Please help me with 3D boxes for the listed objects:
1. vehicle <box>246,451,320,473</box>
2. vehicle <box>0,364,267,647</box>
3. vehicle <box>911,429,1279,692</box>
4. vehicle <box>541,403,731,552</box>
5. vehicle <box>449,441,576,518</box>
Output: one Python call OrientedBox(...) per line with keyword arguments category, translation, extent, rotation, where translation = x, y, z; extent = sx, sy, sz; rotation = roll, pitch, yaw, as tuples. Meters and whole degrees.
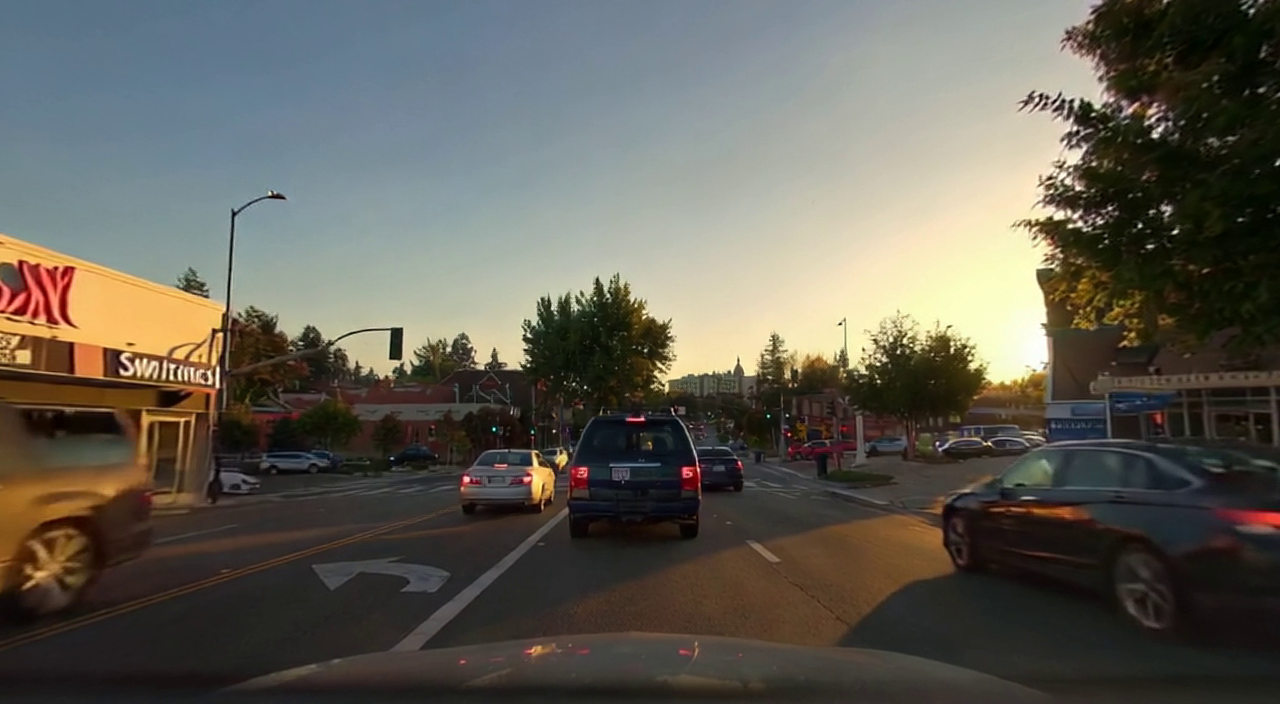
OrientedBox(category="vehicle", translation=(-27.318, 8.449, 48.324), extent=(4.458, 1.608, 2.051), rotation=(0, -9, 2))
OrientedBox(category="vehicle", translation=(-6.425, 1.179, 4.870), extent=(3.233, 2.097, 6.390), rotation=(0, -9, -1))
OrientedBox(category="vehicle", translation=(4.749, 1.608, 6.254), extent=(1.994, 1.545, 4.919), rotation=(0, -9, 1))
OrientedBox(category="vehicle", translation=(-0.077, 2.159, 11.550), extent=(2.638, 2.065, 5.313), rotation=(0, -9, 0))
OrientedBox(category="vehicle", translation=(-2.855, 2.965, 15.270), extent=(1.975, 1.570, 4.456), rotation=(0, -9, 2))
